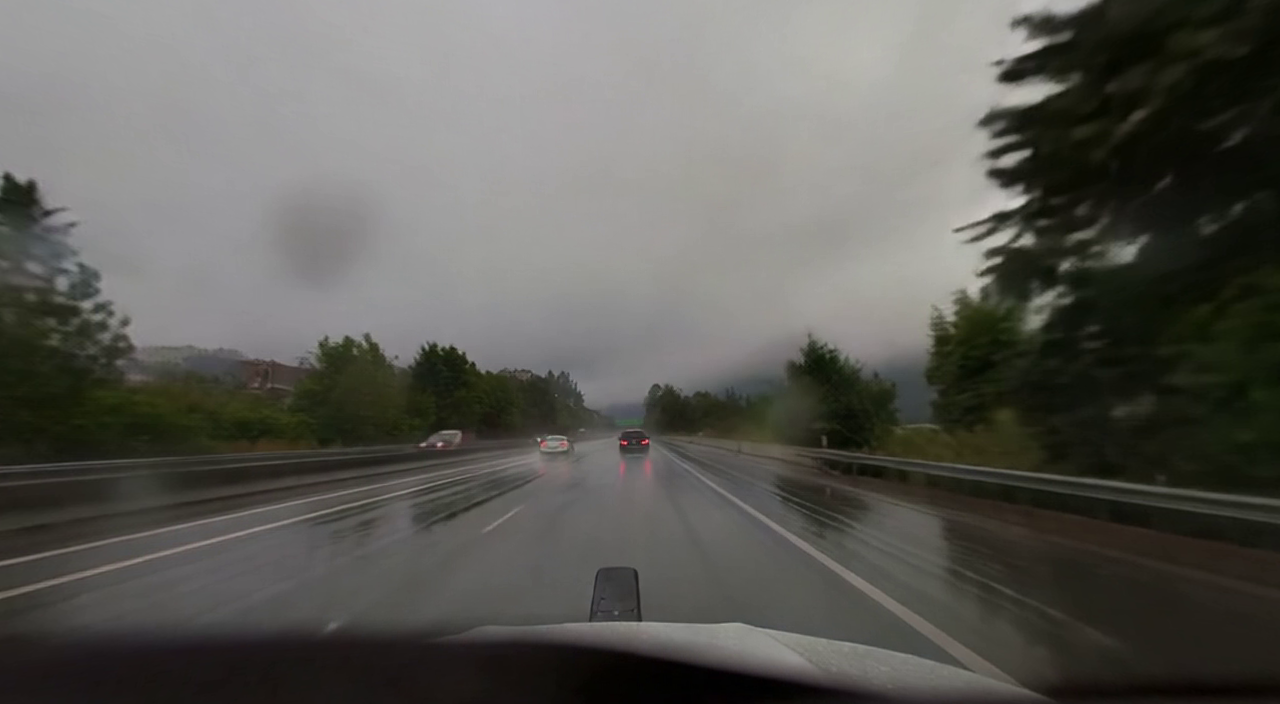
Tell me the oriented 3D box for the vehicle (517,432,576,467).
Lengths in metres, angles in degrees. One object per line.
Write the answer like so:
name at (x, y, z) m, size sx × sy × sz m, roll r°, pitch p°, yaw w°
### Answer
vehicle at (-4.149, 4.401, 28.707) m, size 2.030 × 1.491 × 4.046 m, roll 0°, pitch -8°, yaw 1°

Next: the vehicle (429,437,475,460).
vehicle at (-12.985, 6.668, 43.776) m, size 1.888 × 1.432 × 4.235 m, roll 0°, pitch -8°, yaw 0°

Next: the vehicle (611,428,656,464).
vehicle at (-0.307, 4.709, 31.750) m, size 2.134 × 1.654 × 4.174 m, roll 0°, pitch -8°, yaw 0°
